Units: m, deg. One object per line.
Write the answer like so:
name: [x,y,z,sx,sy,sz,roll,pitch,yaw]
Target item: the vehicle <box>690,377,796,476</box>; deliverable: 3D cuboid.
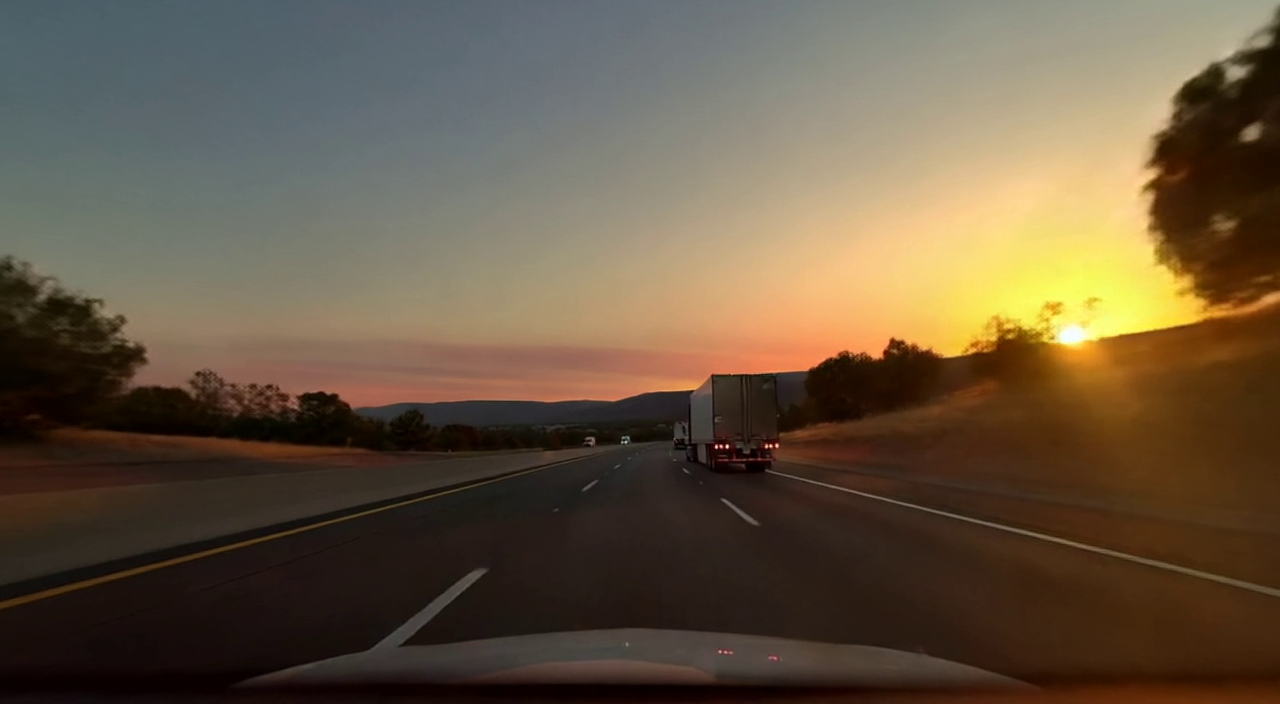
vehicle: [4.757,4.086,32.799,3.485,3.975,14.489,0,-8,2]
